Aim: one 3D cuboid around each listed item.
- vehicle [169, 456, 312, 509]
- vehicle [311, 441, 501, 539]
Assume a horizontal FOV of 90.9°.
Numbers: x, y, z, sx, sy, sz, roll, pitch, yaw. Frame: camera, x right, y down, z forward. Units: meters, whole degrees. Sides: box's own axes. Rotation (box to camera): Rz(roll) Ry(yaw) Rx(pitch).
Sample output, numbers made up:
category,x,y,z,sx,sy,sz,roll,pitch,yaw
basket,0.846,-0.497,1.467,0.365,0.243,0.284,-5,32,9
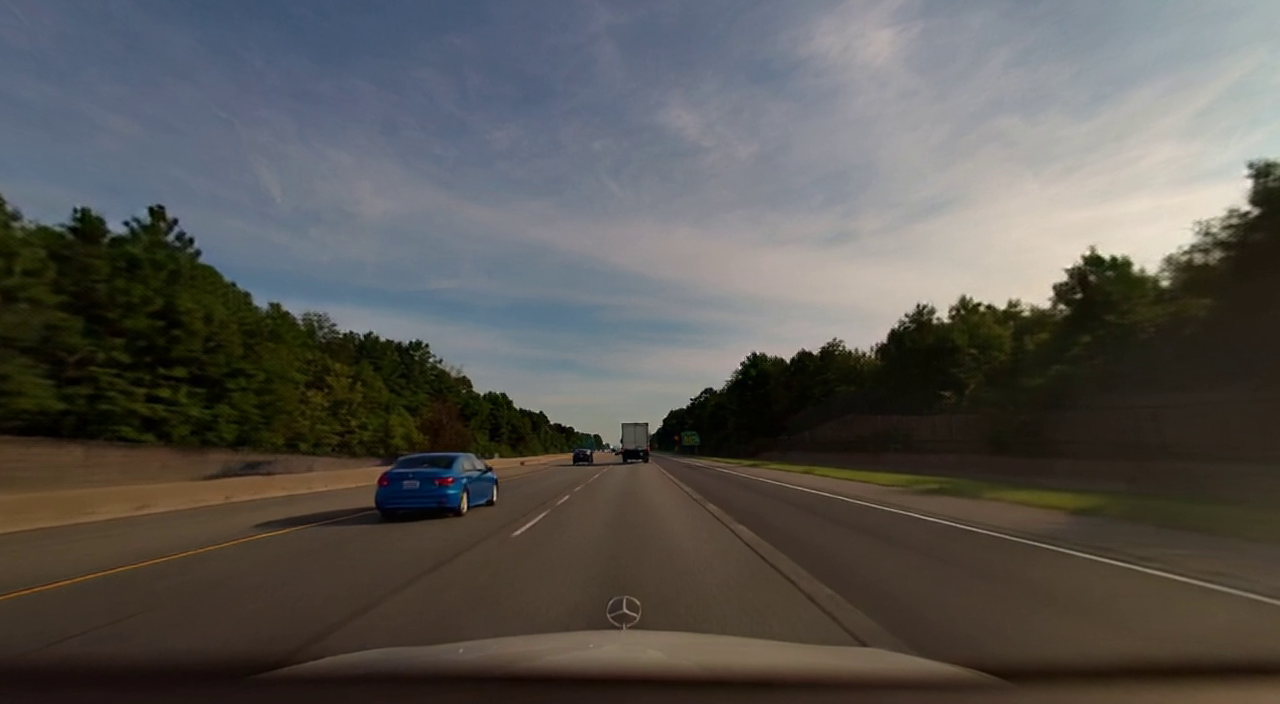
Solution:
category,x,y,z,sx,sy,sz,roll,pitch,yaw
vehicle,-13.192,4.297,21.187,2.093,1.561,4.069,0,-9,0
vehicle,-4.160,2.496,12.132,1.916,1.506,4.476,0,-9,0
